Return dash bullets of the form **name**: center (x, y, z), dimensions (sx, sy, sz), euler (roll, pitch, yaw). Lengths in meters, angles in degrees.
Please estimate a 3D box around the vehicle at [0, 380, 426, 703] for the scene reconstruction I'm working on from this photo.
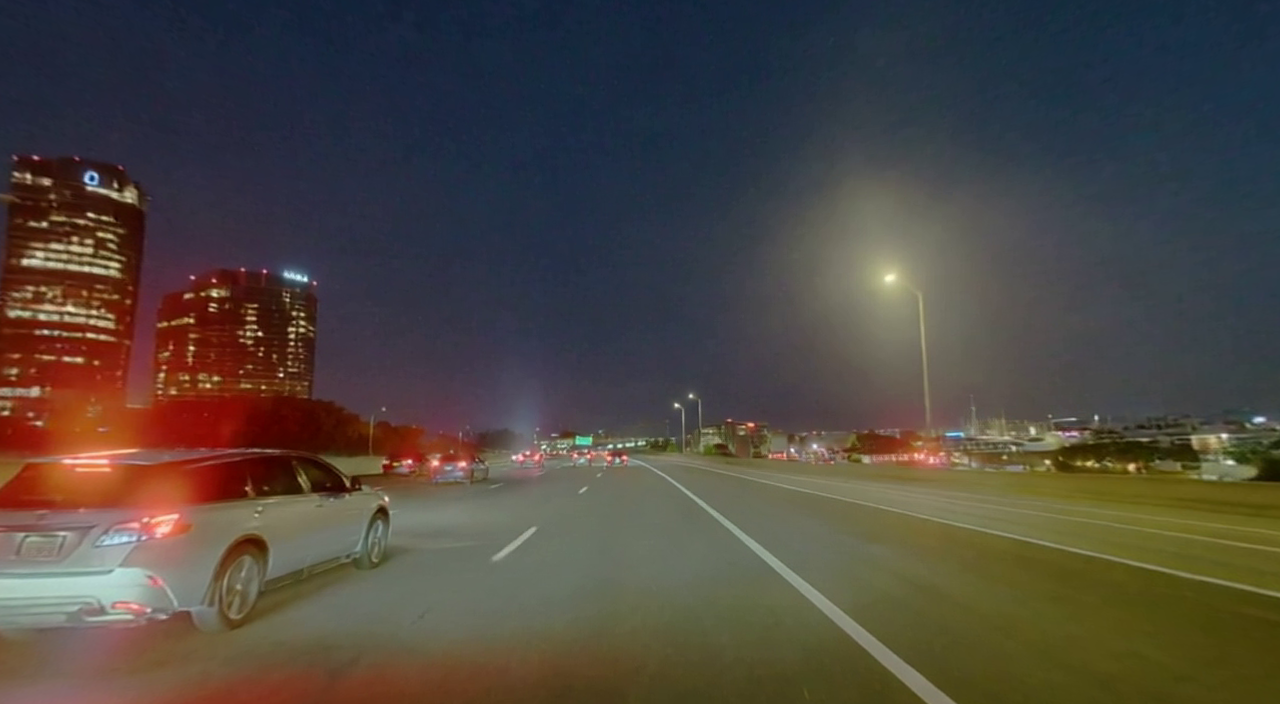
- **vehicle**: center (-3.605, 1.330, 5.149), dimensions (2.036, 1.717, 4.592), euler (0, -9, 1)

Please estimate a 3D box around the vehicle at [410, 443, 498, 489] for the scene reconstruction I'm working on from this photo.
- **vehicle**: center (-7.194, 4.436, 24.883), dimensions (2.075, 1.642, 4.638), euler (0, -9, 0)

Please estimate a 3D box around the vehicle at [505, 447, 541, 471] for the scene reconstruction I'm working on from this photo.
- **vehicle**: center (-8.957, 8.200, 48.534), dimensions (2.065, 1.689, 4.399), euler (0, -9, -2)
